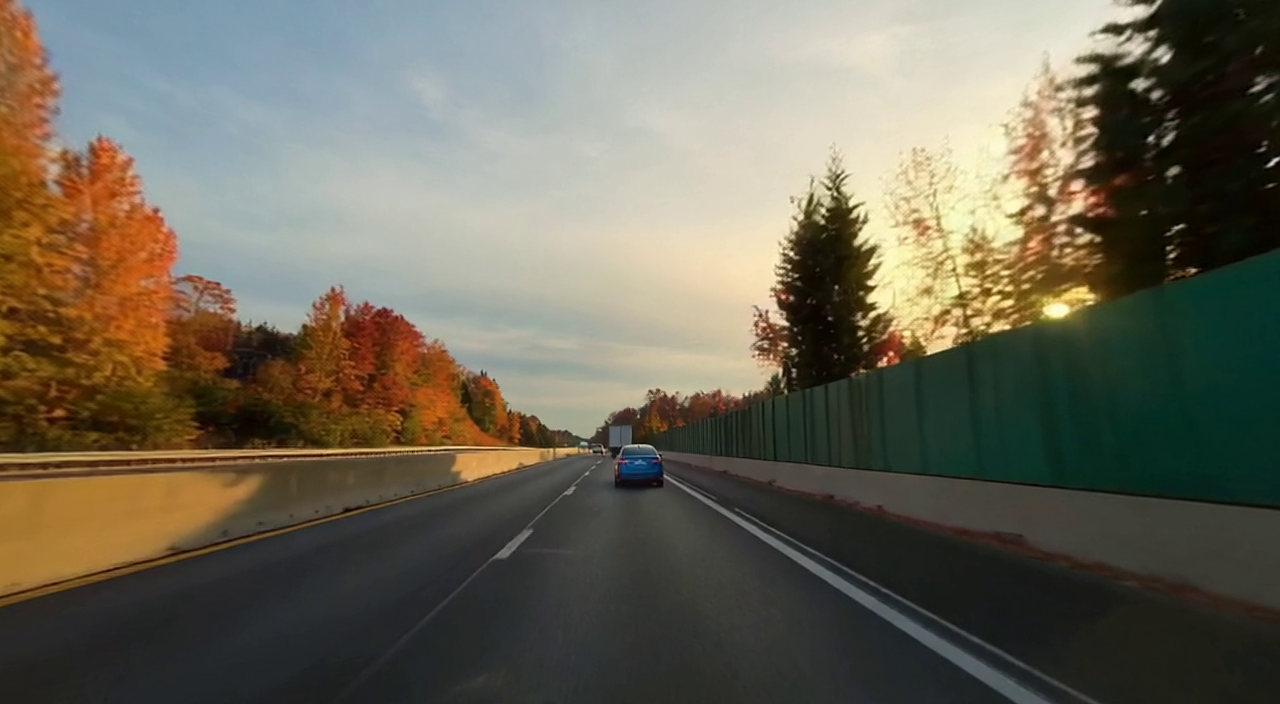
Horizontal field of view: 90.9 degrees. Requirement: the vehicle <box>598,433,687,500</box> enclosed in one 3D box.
[{"bbox_3d":[-0.040,2.941,16.597,2.057,1.516,4.065,1,-8,-3],"label":"vehicle"}]
